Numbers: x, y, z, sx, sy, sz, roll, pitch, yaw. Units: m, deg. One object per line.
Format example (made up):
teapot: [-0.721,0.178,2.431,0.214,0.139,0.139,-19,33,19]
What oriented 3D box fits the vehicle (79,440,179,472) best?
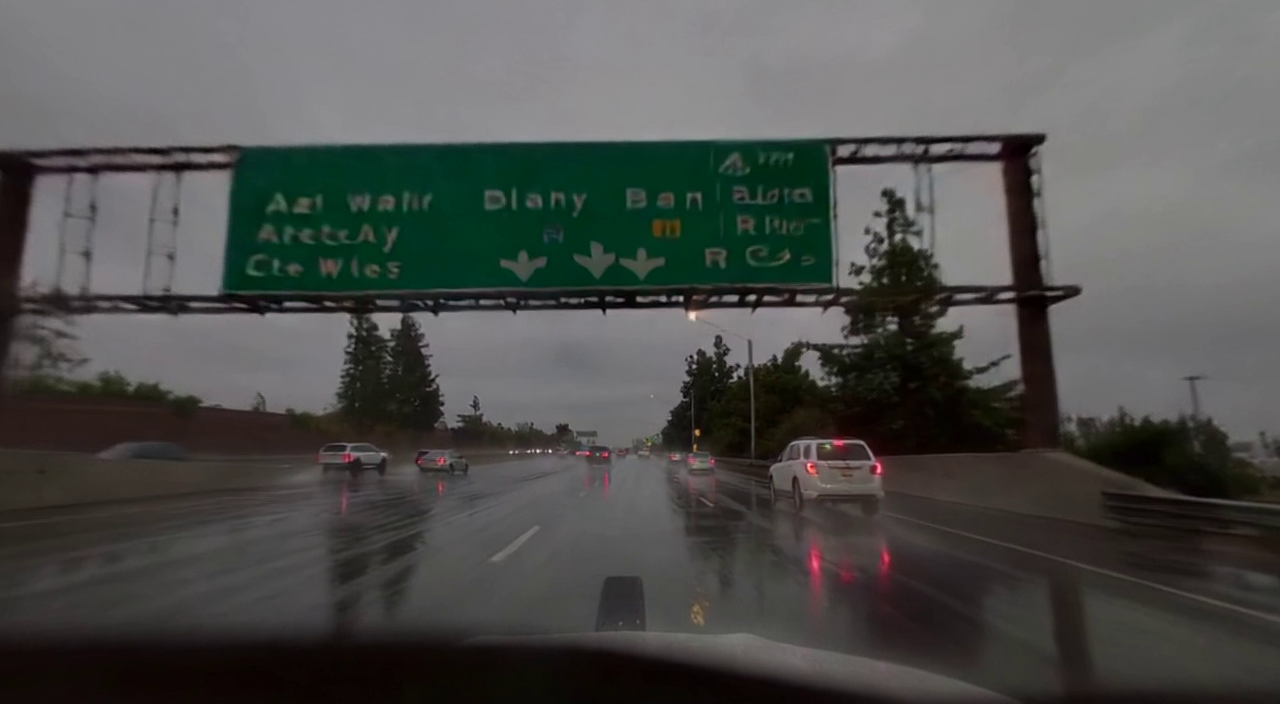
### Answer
vehicle: [-35.584,7.244,44.133,2.349,2.076,5.394,0,-9,1]

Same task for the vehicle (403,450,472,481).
vehicle: [-10.366,5.803,32.588,1.974,1.472,4.684,0,-9,1]

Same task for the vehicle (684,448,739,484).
vehicle: [3.282,5.314,29.751,2.126,1.529,4.438,0,-9,0]

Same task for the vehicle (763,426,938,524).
vehicle: [4.361,2.638,14.074,2.218,1.776,4.807,0,-9,0]

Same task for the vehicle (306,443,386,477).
vehicle: [-16.740,6.153,36.201,2.181,1.819,4.830,0,-9,1]

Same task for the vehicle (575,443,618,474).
vehicle: [-2.830,7.118,42.472,2.449,1.929,5.503,0,-9,0]
